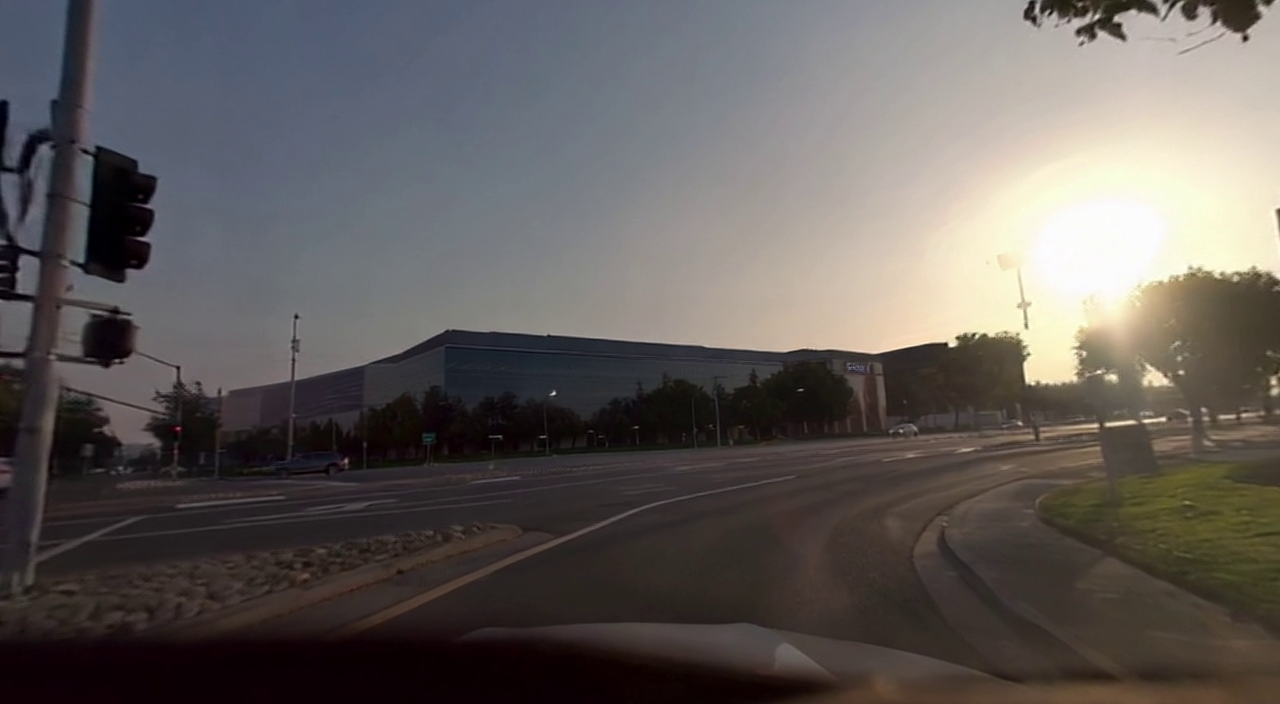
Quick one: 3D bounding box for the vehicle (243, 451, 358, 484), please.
[{"bbox_3d":[-16.609,5.630,30.946,1.811,1.444,4.527,-8,-11,42],"label":"vehicle"}]
